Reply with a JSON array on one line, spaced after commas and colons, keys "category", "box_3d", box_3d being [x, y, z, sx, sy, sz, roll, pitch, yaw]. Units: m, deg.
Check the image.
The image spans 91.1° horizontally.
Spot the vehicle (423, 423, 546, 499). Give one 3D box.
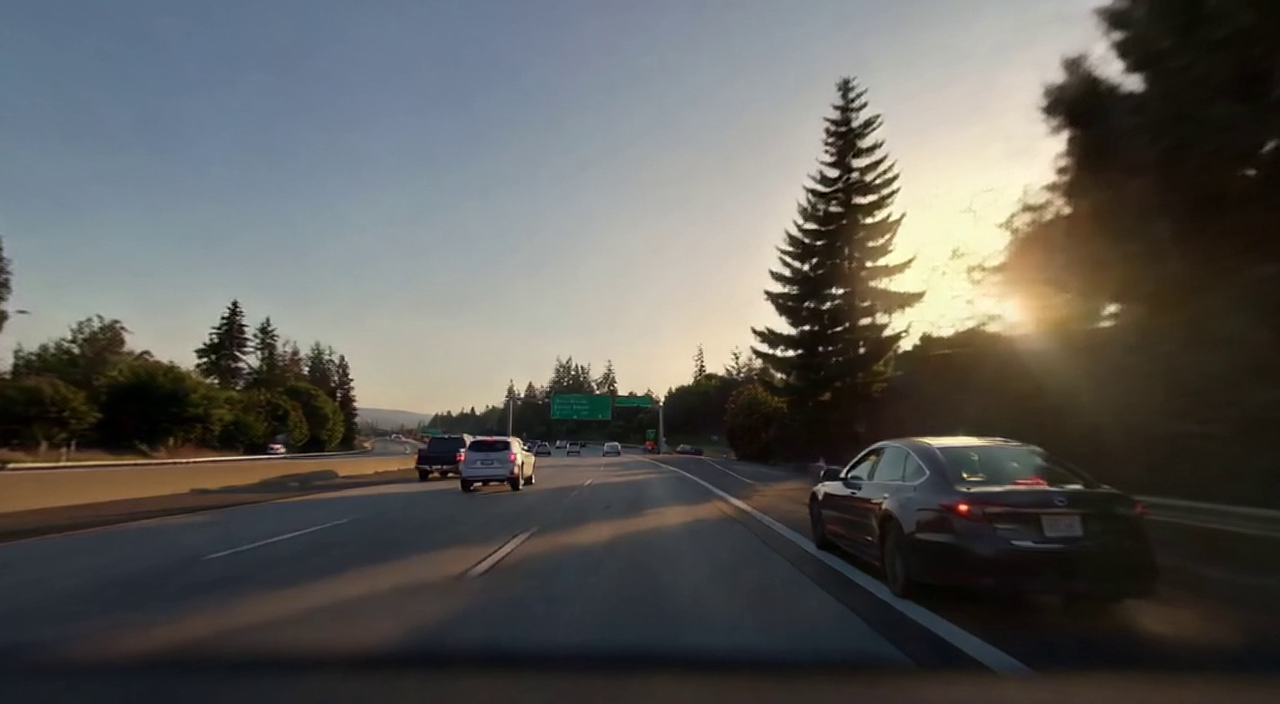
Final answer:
[{"category": "vehicle", "box_3d": [-4.089, 2.962, 17.505, 2.142, 1.789, 5.009, 0, -8, 0]}]
